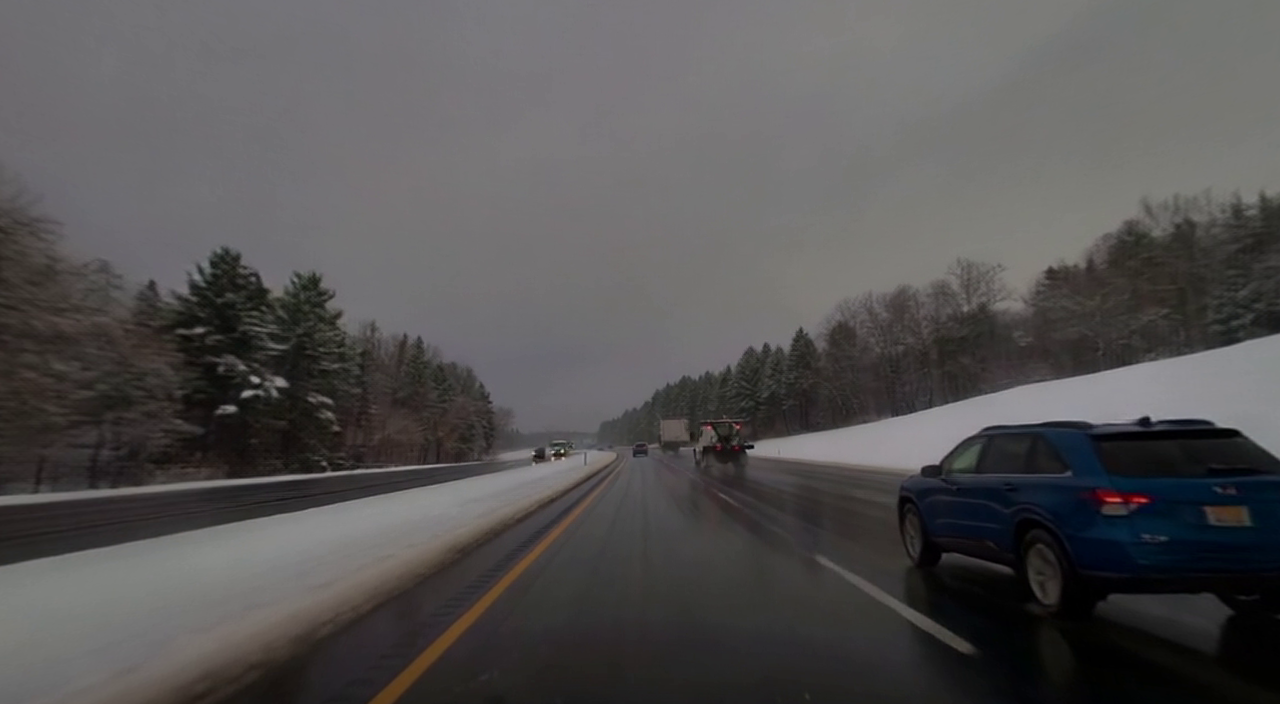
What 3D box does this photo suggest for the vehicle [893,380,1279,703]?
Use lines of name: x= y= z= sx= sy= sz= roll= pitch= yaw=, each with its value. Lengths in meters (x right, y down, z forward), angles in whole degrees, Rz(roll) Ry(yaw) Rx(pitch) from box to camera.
vehicle: x=3.952 y=1.250 z=5.199 sx=2.005 sy=1.604 sz=4.002 roll=0 pitch=-9 yaw=0

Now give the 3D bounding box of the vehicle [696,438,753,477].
vehicle: x=3.826 y=4.894 z=29.320 sx=2.022 sy=1.658 sz=4.132 roll=0 pitch=-9 yaw=-1
